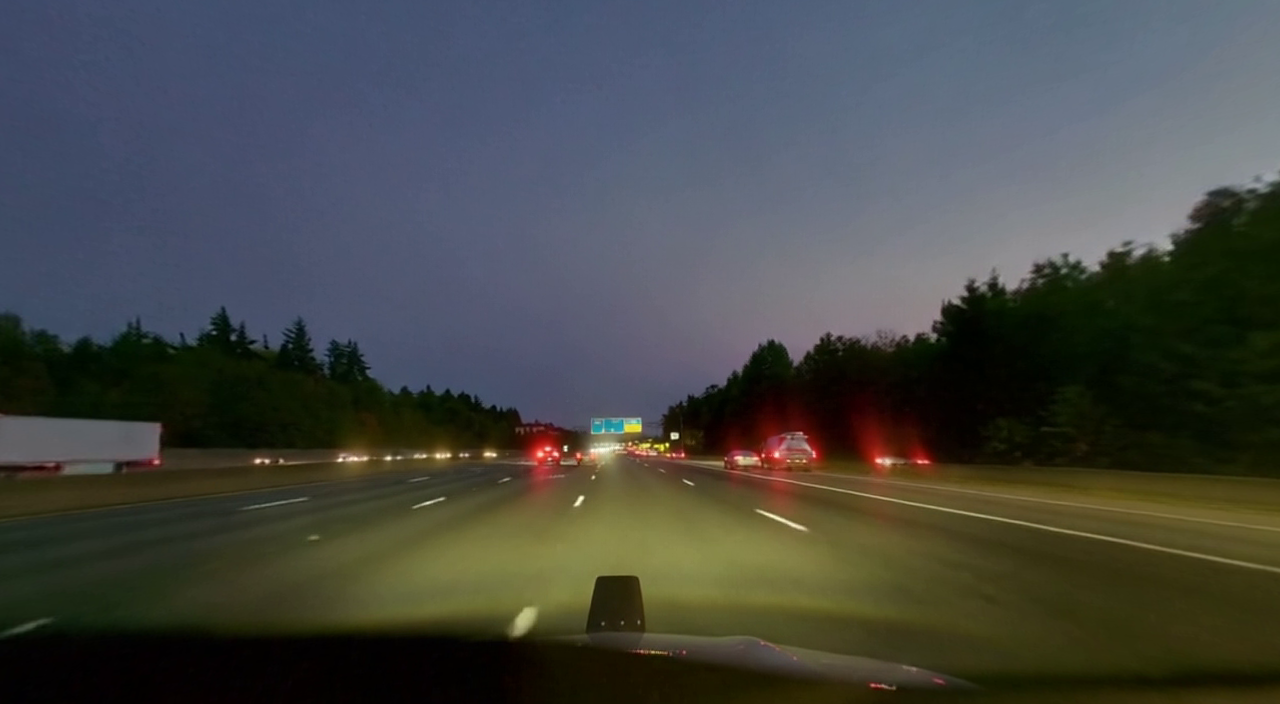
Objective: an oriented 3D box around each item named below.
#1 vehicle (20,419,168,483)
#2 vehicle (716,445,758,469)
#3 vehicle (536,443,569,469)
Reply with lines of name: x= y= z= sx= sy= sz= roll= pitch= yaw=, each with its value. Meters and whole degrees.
vehicle: x=-37.196 y=6.830 z=43.552 sx=3.241 sy=3.916 sz=8.352 roll=1 pitch=-9 yaw=-6
vehicle: x=6.684 y=7.299 z=43.902 sx=1.989 sy=1.591 sz=4.348 roll=0 pitch=-9 yaw=-4
vehicle: x=-6.593 y=7.897 z=47.850 sx=2.167 sy=1.847 sz=4.097 roll=0 pitch=-9 yaw=-4
